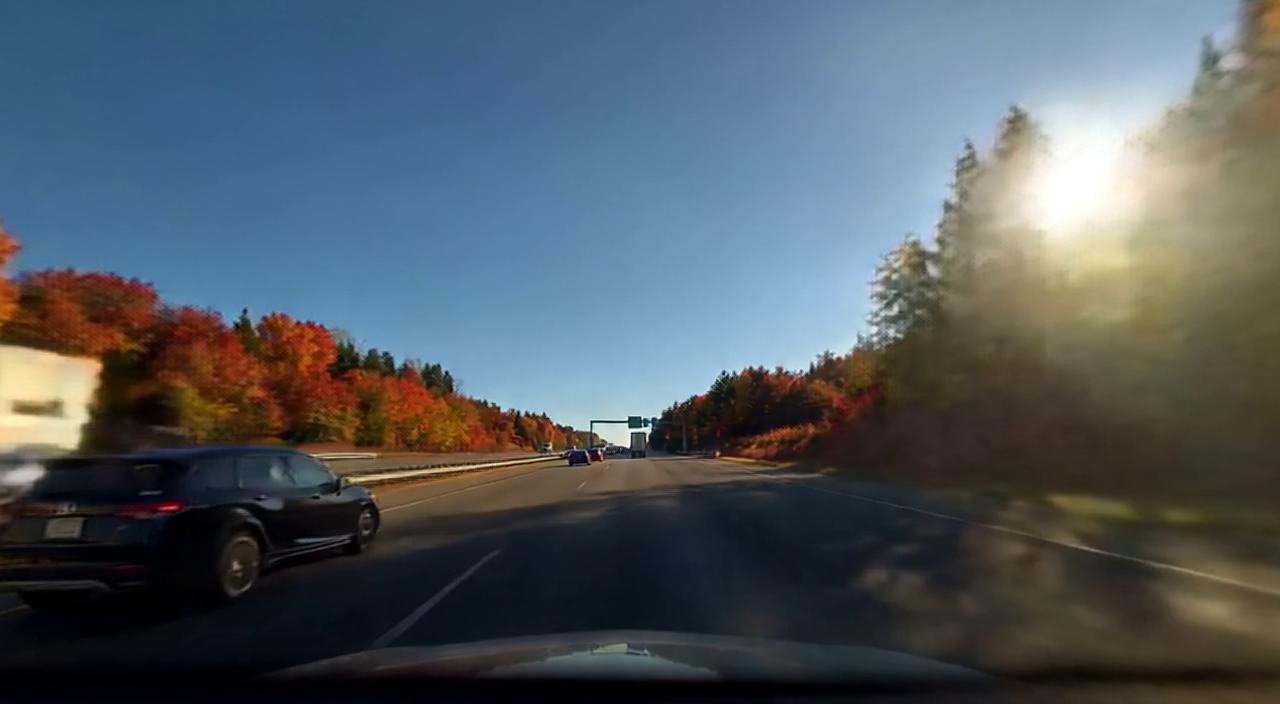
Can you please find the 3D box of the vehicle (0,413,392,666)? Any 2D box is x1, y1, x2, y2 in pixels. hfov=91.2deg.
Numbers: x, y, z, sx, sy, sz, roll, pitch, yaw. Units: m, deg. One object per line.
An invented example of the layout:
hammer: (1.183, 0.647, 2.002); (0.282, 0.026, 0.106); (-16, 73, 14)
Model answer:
vehicle: (-4.210, 1.460, 5.904); (2.071, 1.525, 4.058); (0, -9, 0)

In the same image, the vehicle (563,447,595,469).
vehicle: (-4.358, 7.632, 45.392); (1.963, 1.475, 3.665); (0, -9, 0)
